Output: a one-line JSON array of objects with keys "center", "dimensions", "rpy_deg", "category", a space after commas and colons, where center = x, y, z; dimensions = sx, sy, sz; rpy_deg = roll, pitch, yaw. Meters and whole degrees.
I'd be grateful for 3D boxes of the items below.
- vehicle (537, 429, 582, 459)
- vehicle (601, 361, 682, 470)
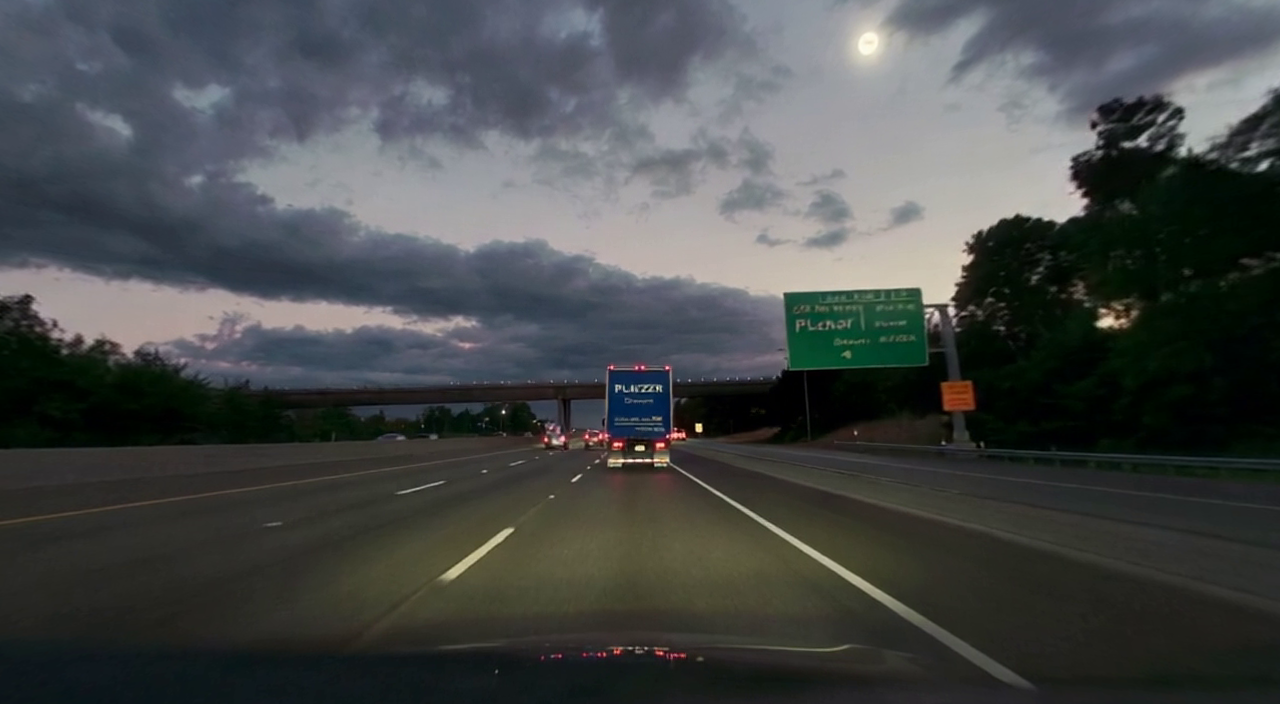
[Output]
[{"center": [-4.859, 5.604, 38.553], "dimensions": [2.198, 1.712, 4.655], "rpy_deg": [0, -8, -1], "category": "vehicle"}, {"center": [-0.130, 3.090, 28.788], "dimensions": [2.926, 3.959, 11.818], "rpy_deg": [0, -8, -2], "category": "vehicle"}]
